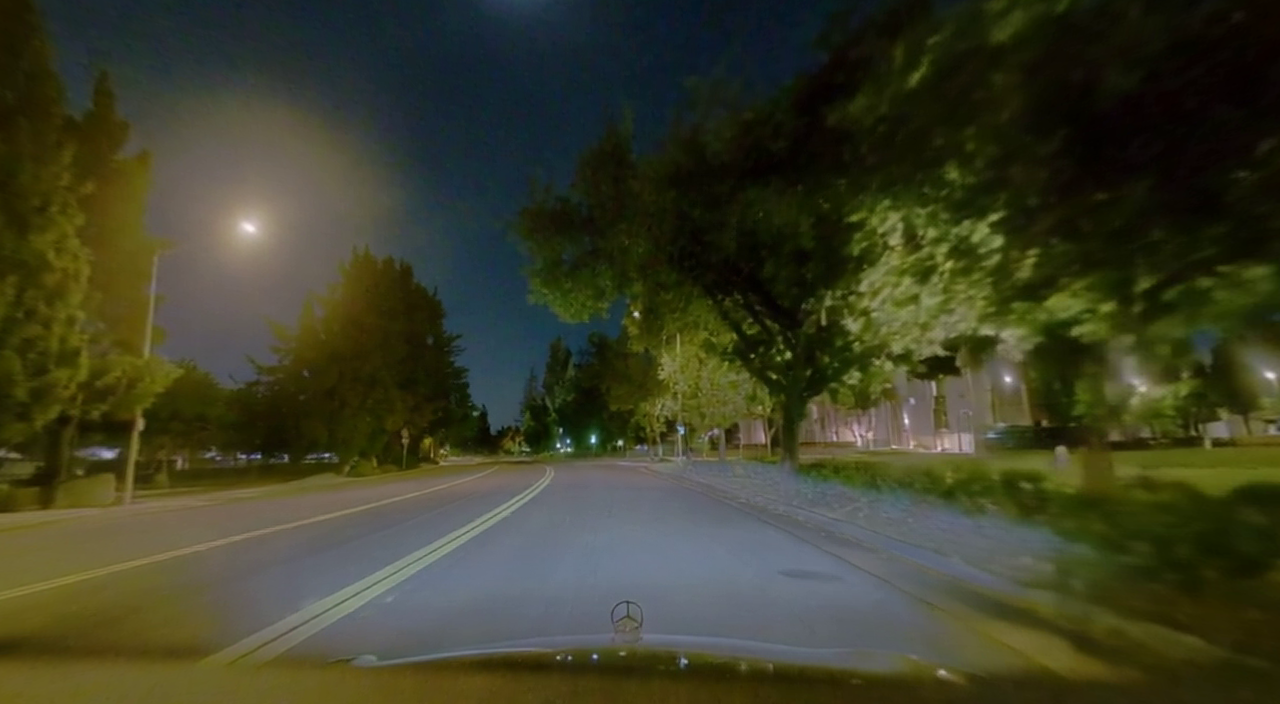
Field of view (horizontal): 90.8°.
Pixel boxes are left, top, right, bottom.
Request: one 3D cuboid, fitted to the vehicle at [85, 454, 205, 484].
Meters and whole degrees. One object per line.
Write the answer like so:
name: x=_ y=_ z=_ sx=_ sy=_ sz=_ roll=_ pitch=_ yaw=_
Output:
vehicle: x=-26.019 y=6.144 z=33.334 sx=4.527 sy=1.441 sz=2.024 roll=1 pitch=-8 yaw=-4
